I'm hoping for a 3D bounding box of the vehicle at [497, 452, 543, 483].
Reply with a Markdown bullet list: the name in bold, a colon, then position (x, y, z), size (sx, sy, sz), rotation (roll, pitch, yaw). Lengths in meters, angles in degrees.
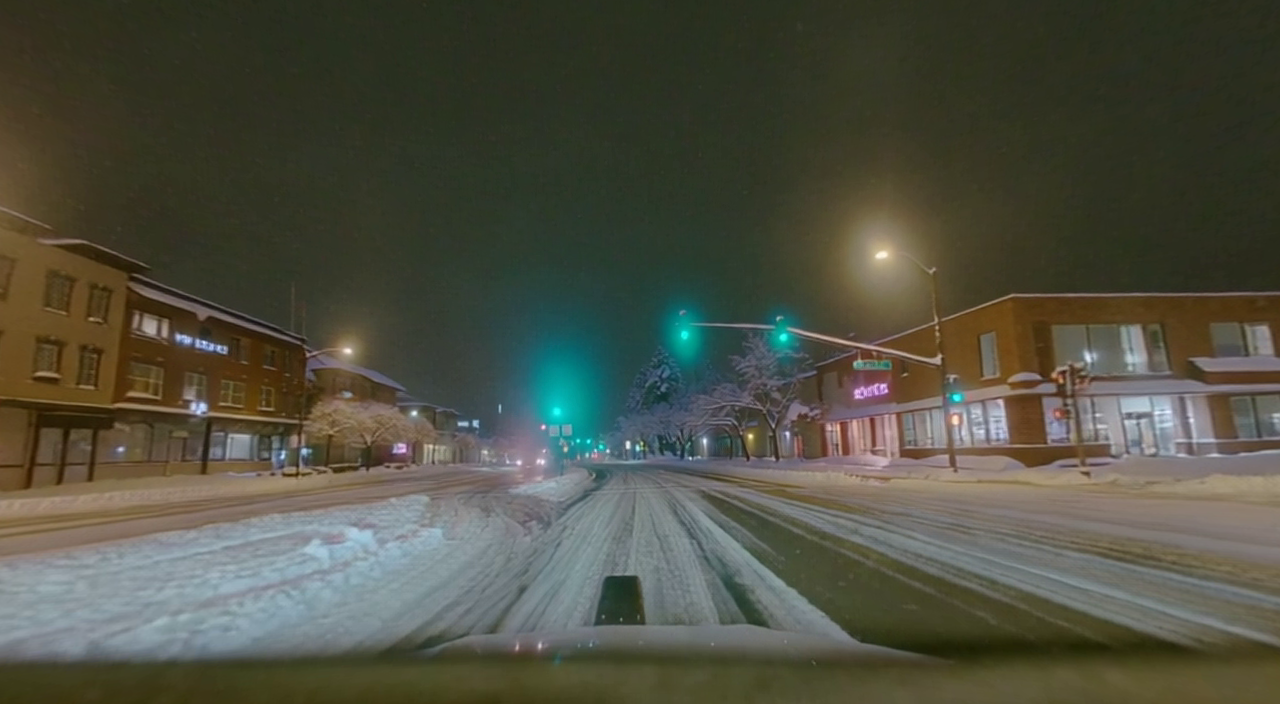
- **vehicle**: position (-6.369, 6.158, 33.953), size (1.894, 1.474, 4.332), rotation (0, -8, -3)
